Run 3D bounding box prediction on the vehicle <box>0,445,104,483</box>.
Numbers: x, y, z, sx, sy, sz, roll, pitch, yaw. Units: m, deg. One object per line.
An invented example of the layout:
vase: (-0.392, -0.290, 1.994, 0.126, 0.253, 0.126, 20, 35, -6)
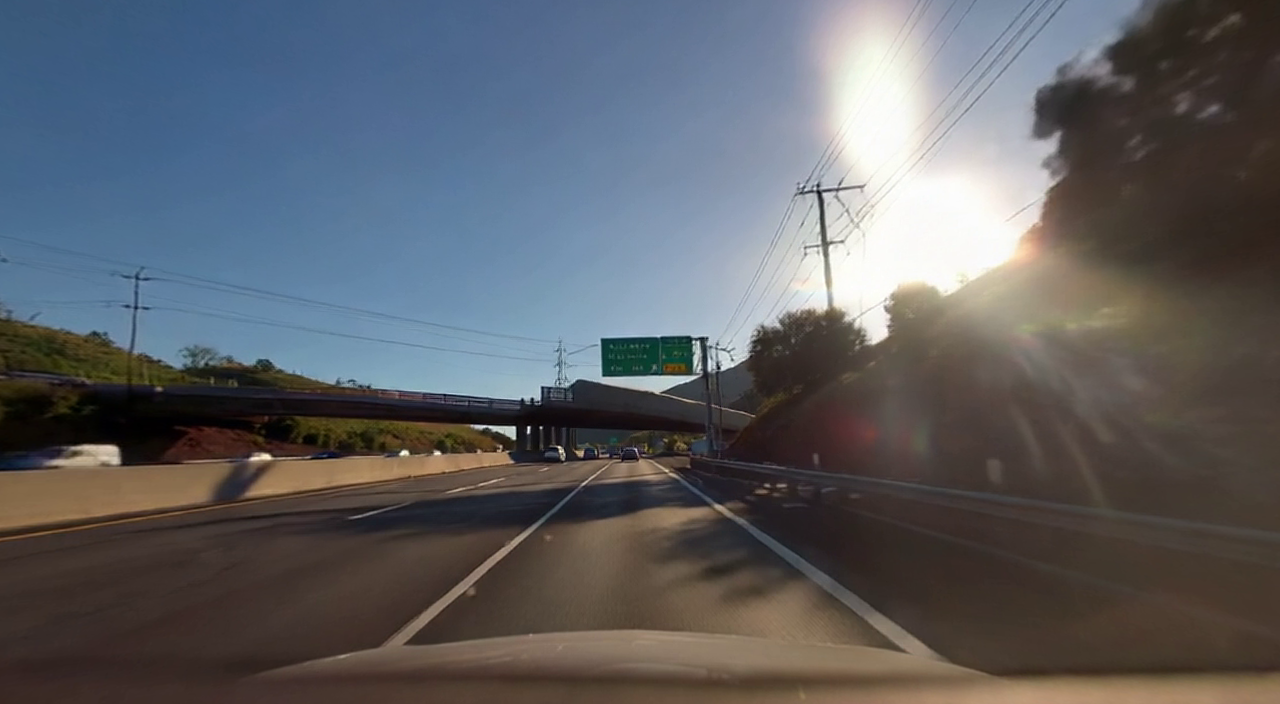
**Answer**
vehicle: (-32.161, 6.039, 34.154, 1.918, 1.864, 5.160, -1, -9, -2)
